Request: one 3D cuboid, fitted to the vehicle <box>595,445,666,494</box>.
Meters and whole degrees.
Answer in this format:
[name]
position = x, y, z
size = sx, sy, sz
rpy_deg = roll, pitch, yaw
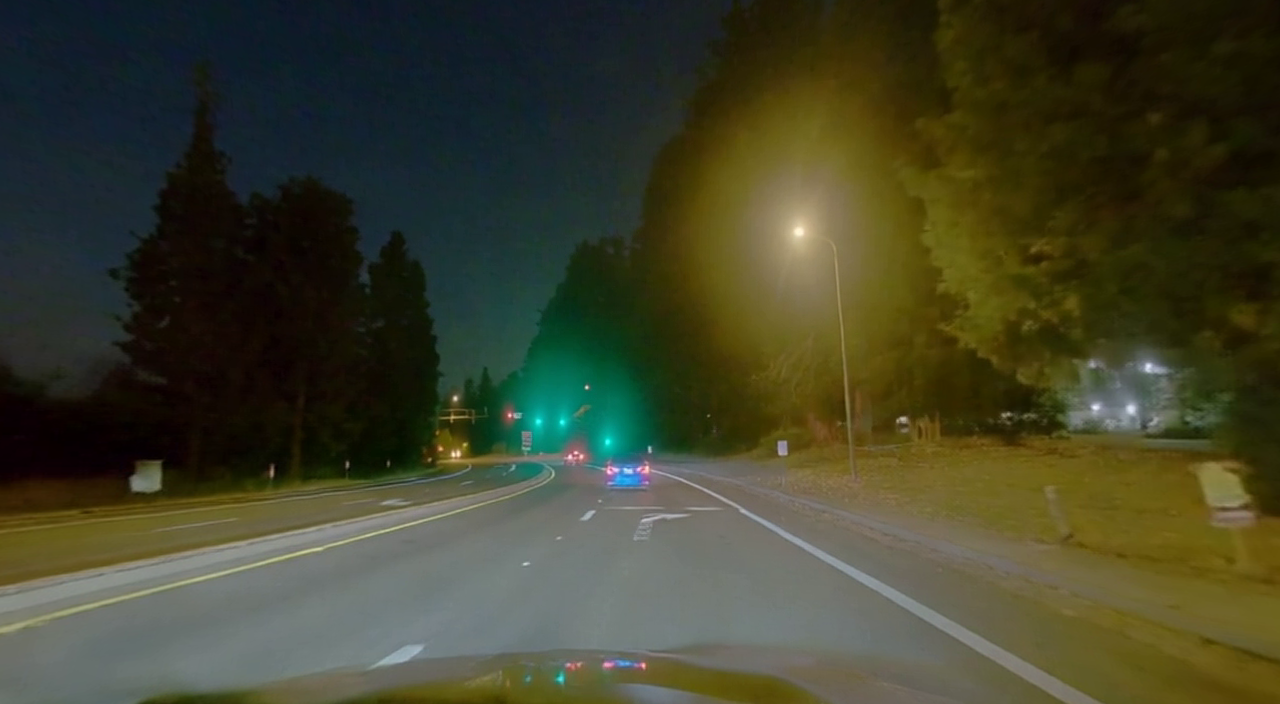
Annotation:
[vehicle]
position = -0.419, 3.951, 21.601
size = 2.148, 1.521, 4.089
rpy_deg = 1, -9, -5
